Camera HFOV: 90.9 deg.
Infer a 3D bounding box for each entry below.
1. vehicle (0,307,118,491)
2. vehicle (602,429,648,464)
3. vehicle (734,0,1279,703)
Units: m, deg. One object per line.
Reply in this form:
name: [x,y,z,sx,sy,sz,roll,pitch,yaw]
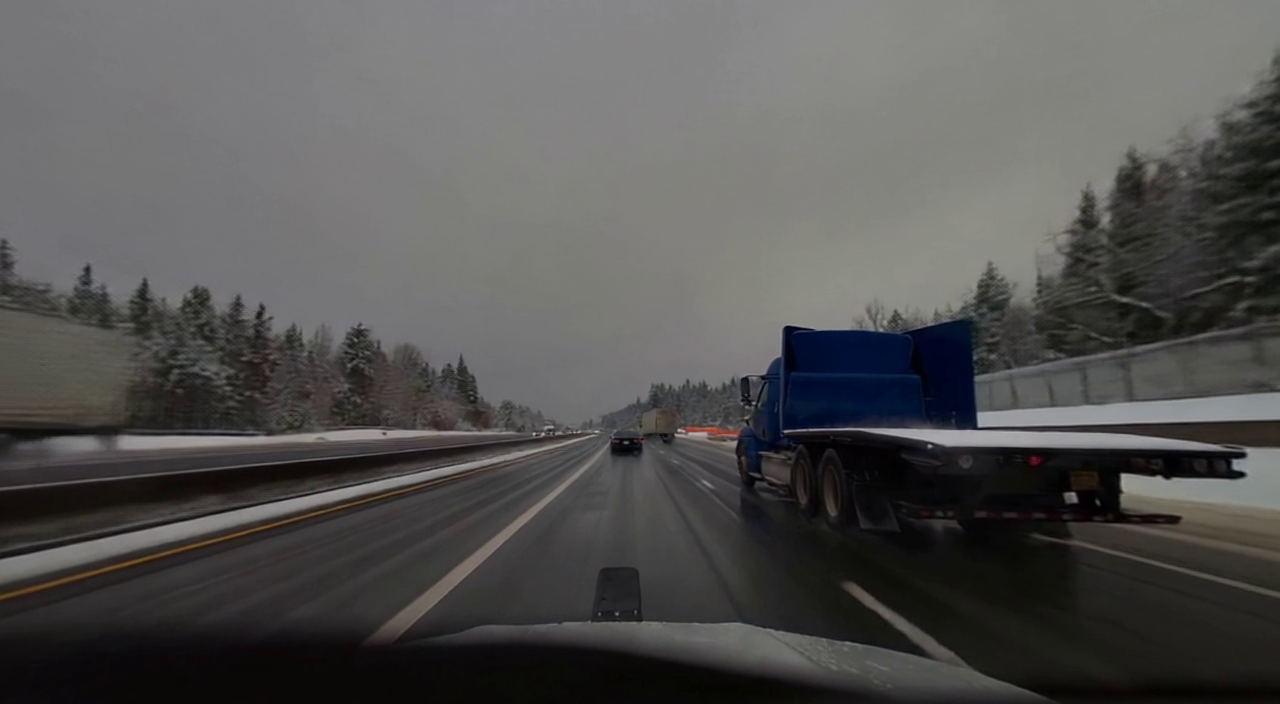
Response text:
vehicle: [-15.351,0.293,8.271,2.966,3.989,16.891,0,-8,-1]
vehicle: [-0.668,4.203,28.241,1.929,1.469,3.677,0,-8,-1]
vehicle: [3.744,0.563,8.593,2.919,3.634,10.888,0,-8,-2]
